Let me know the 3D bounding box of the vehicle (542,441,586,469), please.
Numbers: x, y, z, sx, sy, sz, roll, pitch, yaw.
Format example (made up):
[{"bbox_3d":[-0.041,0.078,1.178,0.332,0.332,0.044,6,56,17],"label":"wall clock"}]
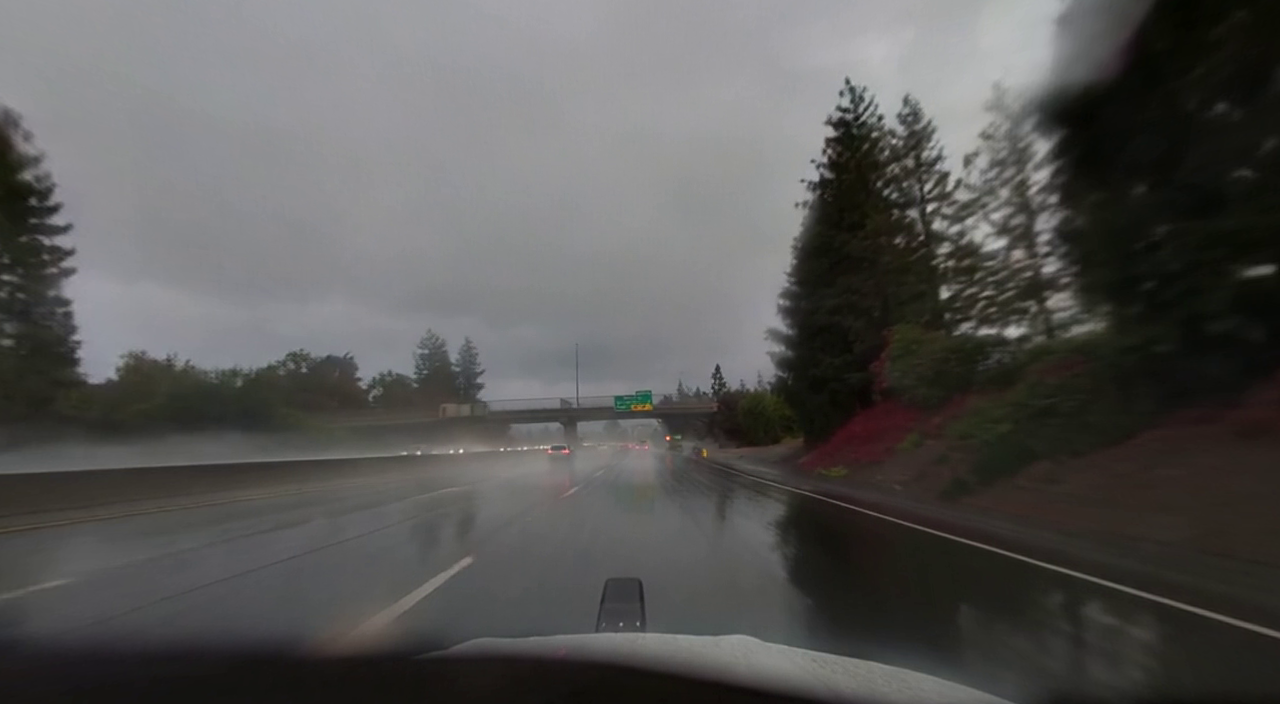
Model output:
[{"bbox_3d":[-4.464,6.155,37.724,1.916,1.545,4.757,0,-8,1],"label":"vehicle"}]
